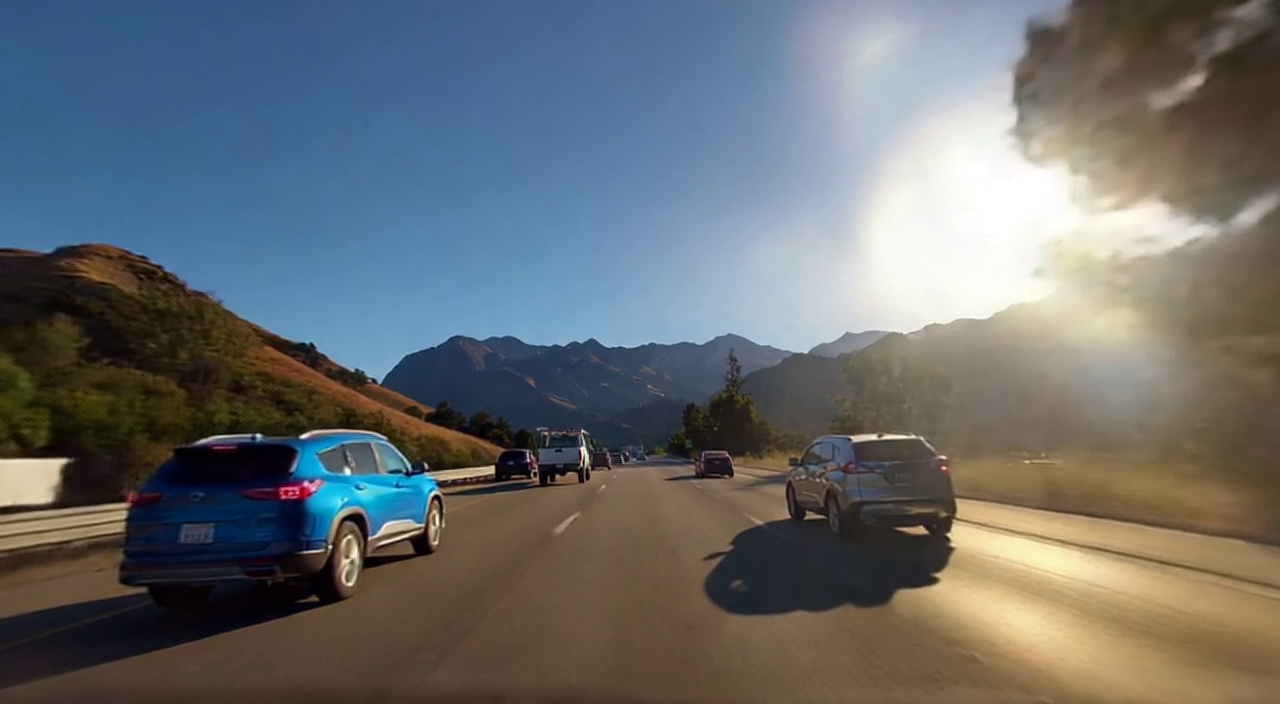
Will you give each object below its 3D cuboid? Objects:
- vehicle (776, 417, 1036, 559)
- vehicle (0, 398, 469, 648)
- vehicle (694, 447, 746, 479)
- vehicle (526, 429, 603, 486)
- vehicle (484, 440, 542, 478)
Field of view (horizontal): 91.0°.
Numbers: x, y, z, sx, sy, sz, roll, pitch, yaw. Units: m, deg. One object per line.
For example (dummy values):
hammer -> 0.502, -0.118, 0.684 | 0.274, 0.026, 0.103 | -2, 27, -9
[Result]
vehicle -> 3.732, 2.008, 10.009 | 2.066, 1.696, 4.604 | 0, -9, -1
vehicle -> -3.441, 1.506, 6.536 | 2.080, 1.716, 4.207 | 0, -9, 1
vehicle -> 4.173, 5.879, 33.619 | 2.071, 1.570, 4.637 | 0, -9, -1
vehicle -> -2.999, 4.412, 26.561 | 2.494, 2.136, 5.539 | 0, -9, 1
vehicle -> -6.897, 5.857, 34.722 | 2.149, 1.922, 4.976 | 0, -9, 0
